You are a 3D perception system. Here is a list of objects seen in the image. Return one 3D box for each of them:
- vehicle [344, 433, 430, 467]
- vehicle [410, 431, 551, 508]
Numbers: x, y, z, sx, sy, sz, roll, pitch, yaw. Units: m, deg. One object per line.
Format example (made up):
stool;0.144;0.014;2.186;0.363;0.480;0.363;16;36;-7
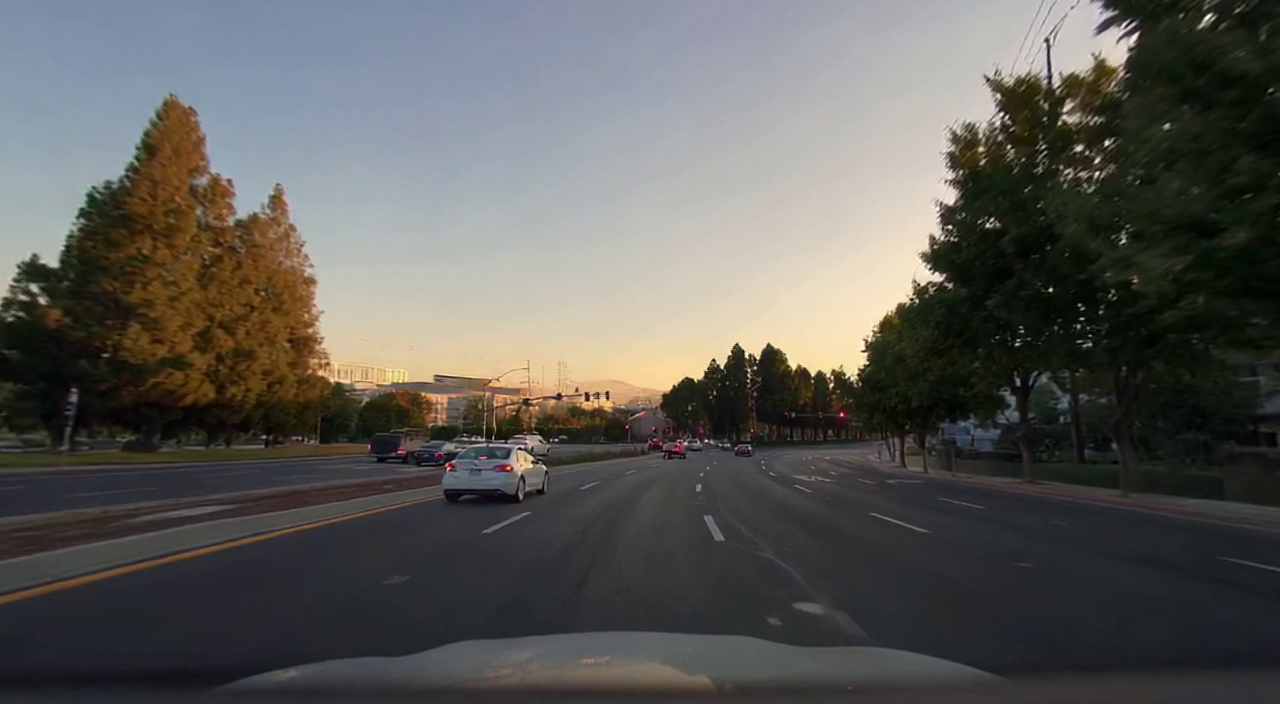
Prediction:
vehicle;-12.053;4.687;30.385;1.984;1.488;4.258;-1;-9;7
vehicle;-3.405;2.605;14.431;1.934;1.463;4.220;-1;-9;3
